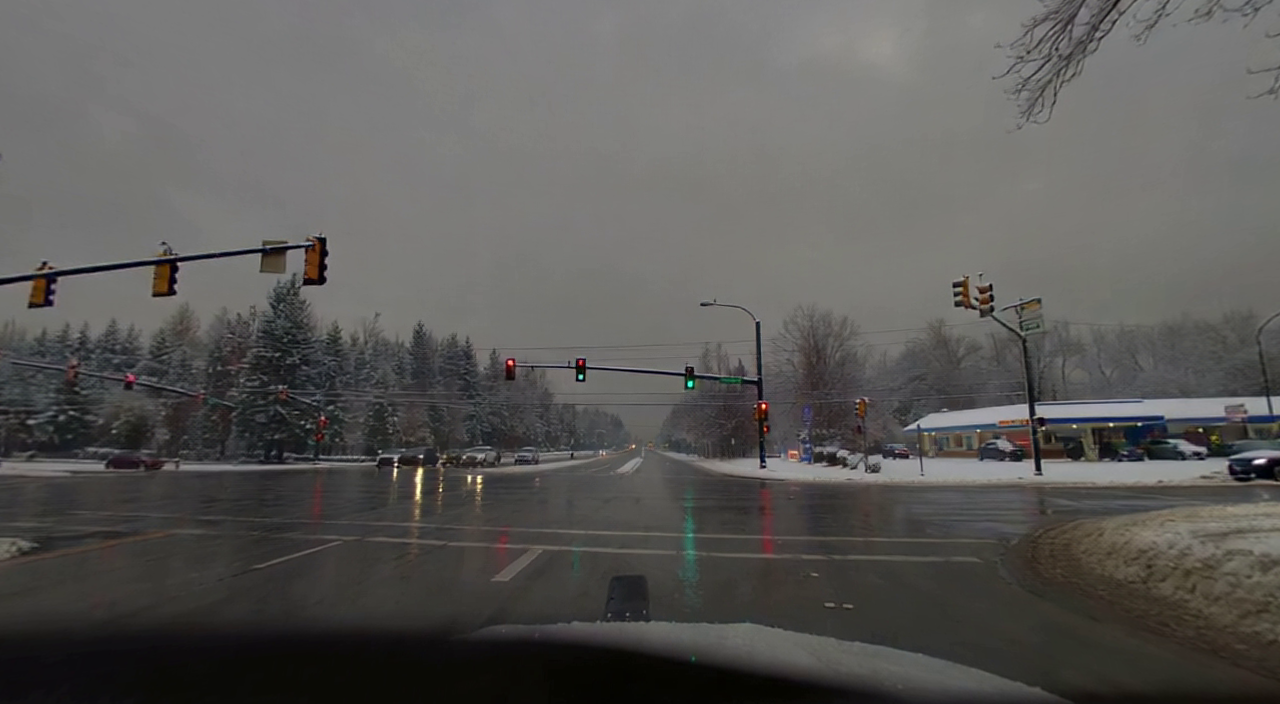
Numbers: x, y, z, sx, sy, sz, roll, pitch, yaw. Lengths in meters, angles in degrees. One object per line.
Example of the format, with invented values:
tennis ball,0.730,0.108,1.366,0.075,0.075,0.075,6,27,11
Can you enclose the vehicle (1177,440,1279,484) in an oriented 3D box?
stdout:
vehicle,22.090,3.781,21.838,4.716,1.455,2.060,-3,-9,17
